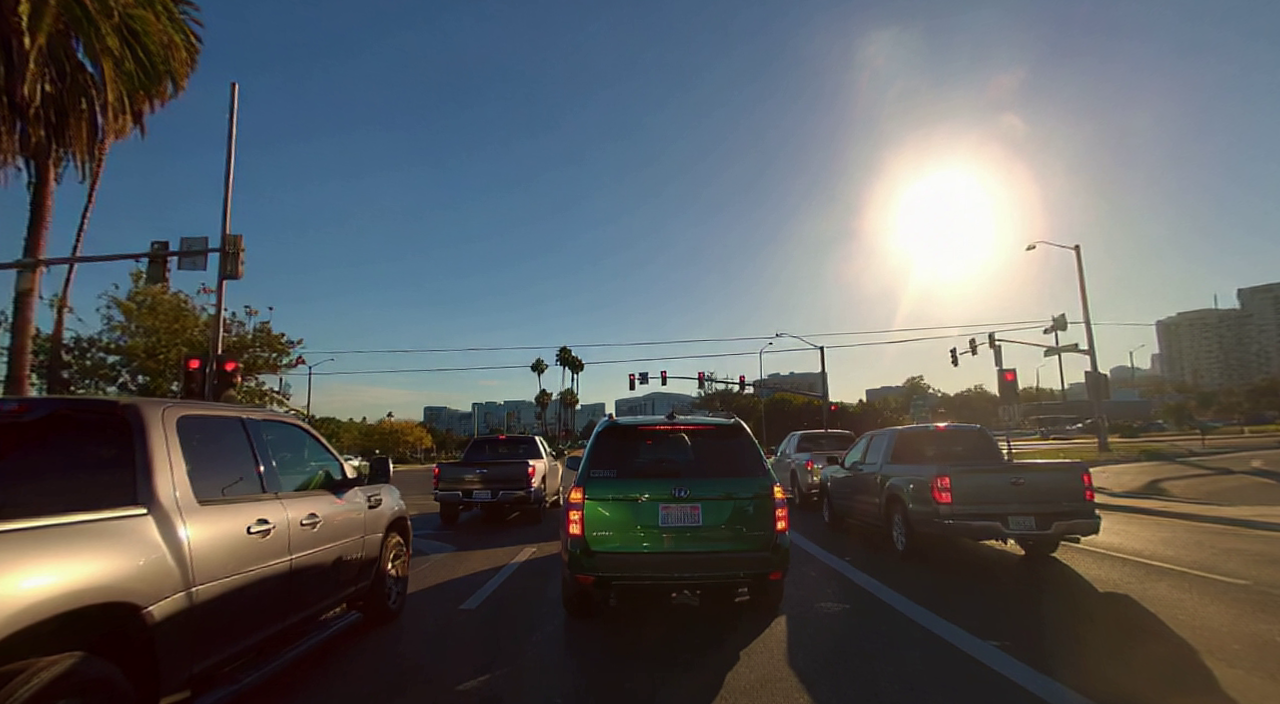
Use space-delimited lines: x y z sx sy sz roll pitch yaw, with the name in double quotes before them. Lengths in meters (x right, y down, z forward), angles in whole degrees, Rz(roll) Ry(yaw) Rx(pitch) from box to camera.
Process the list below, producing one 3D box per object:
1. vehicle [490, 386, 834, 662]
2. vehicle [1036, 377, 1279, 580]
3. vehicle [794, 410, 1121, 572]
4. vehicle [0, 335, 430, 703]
"vehicle" 0.166 1.371 6.041 2.123 1.704 4.128 0 -8 1
"vehicle" 7.331 1.335 6.829 2.337 1.925 5.728 0 -8 1
"vehicle" 4.005 1.856 9.285 2.072 1.704 5.170 0 -8 -1
"vehicle" -3.157 1.082 3.895 2.171 1.702 4.416 0 -8 0
